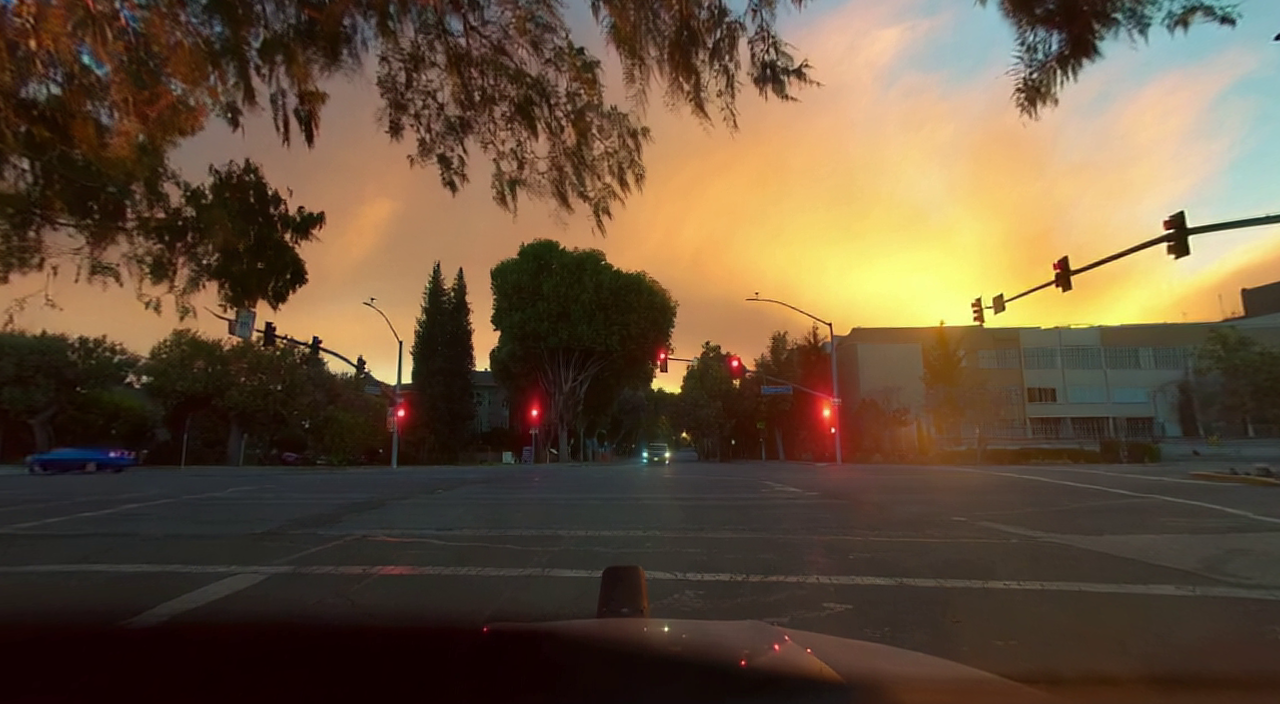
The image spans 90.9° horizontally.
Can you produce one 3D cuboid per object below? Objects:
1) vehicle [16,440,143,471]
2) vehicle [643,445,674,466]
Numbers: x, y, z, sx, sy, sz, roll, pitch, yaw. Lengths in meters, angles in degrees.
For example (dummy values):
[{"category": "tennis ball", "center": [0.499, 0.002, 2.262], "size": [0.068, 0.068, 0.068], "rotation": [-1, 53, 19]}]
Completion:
[{"category": "vehicle", "center": [-28.332, 5.245, 31.961], "size": [4.681, 1.465, 1.820], "rotation": [0, -9, 0]}, {"category": "vehicle", "center": [1.279, 7.628, 46.470], "size": [2.132, 1.449, 4.235], "rotation": [0, -9, 0]}]
